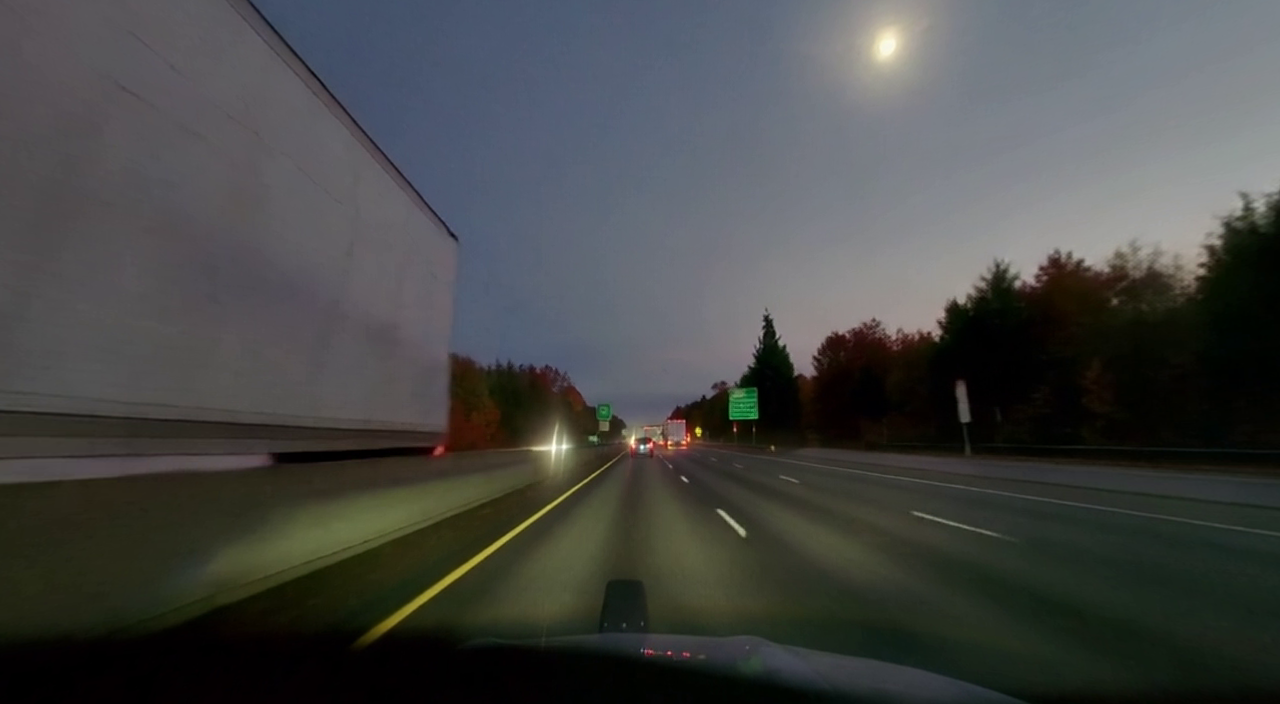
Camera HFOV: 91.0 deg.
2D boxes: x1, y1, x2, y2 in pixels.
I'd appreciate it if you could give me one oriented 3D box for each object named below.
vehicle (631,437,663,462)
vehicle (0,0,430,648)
[{"bbox_3d":[0.421,6.037,39.127,1.924,1.498,3.817,0,-8,1],"label":"vehicle"},{"bbox_3d":[-4.320,-0.768,2.310,3.120,3.936,11.480,0,-8,0],"label":"vehicle"}]
